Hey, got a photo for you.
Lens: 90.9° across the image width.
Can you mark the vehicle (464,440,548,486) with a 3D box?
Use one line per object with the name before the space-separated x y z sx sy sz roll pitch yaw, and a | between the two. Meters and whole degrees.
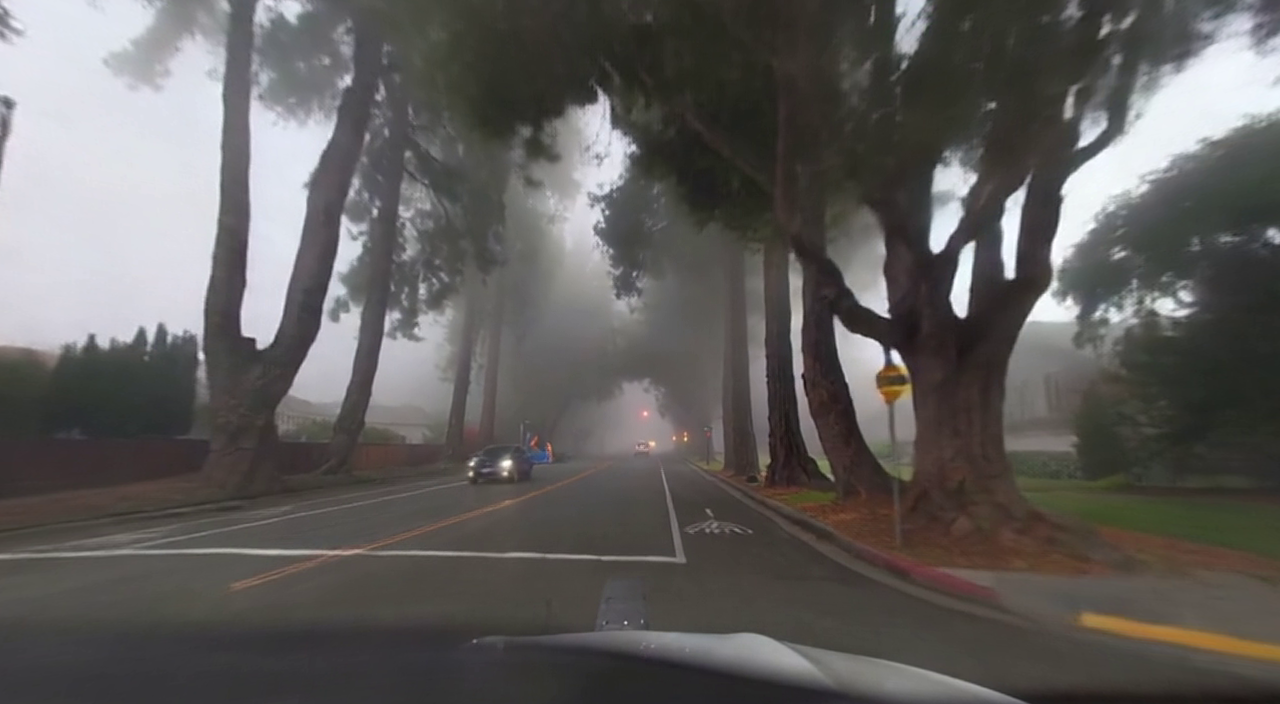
vehicle | -4.827 4.056 23.409 1.927 1.521 4.571 0 -8 2
